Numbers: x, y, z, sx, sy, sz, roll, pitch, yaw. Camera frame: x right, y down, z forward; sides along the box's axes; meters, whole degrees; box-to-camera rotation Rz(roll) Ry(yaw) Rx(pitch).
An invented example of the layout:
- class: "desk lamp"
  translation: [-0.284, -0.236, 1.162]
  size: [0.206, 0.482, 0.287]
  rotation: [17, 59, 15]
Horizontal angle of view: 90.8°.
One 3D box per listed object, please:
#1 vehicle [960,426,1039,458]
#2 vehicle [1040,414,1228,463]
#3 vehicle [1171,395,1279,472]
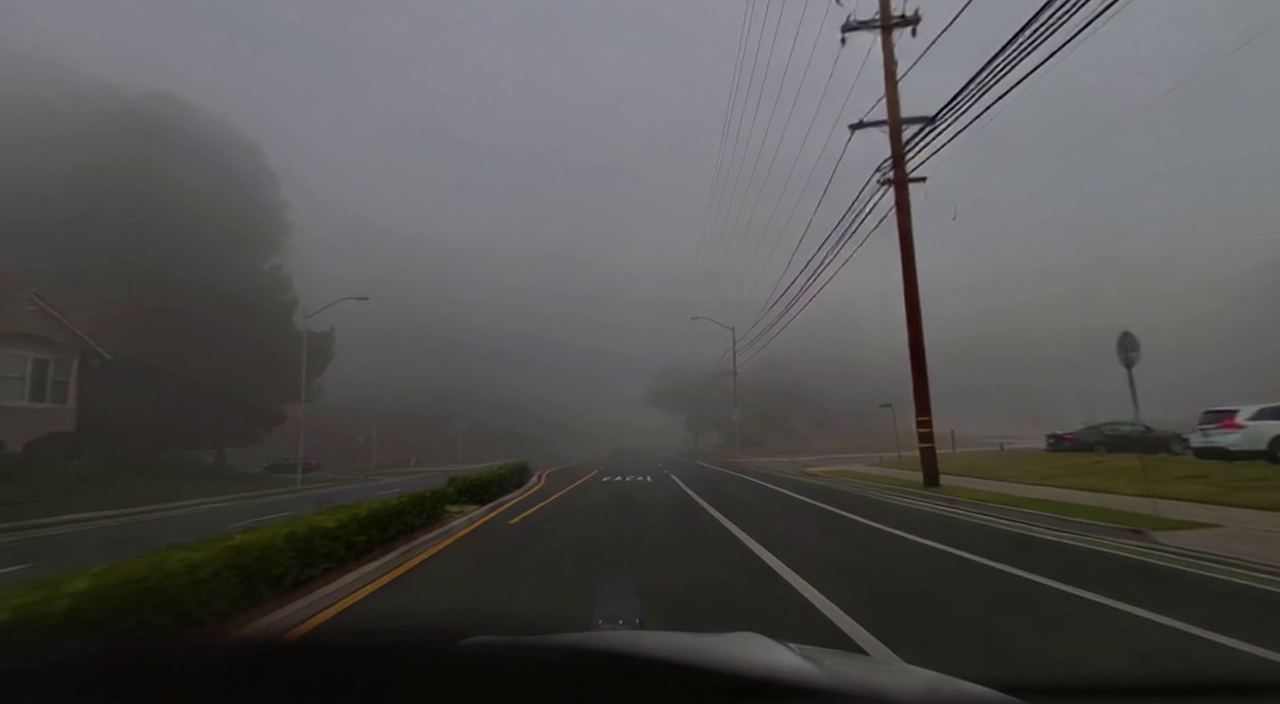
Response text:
- class: "vehicle"
  translation: [22.101, 5.567, 39.057]
  size: [1.960, 1.873, 4.839]
  rotation: [0, -8, -1]
- class: "vehicle"
  translation: [16.590, 2.924, 21.399]
  size: [4.681, 1.541, 2.049]
  rotation: [0, -8, -3]
- class: "vehicle"
  translation: [16.762, 2.062, 15.886]
  size: [4.833, 1.786, 2.136]
  rotation: [0, -8, 0]
